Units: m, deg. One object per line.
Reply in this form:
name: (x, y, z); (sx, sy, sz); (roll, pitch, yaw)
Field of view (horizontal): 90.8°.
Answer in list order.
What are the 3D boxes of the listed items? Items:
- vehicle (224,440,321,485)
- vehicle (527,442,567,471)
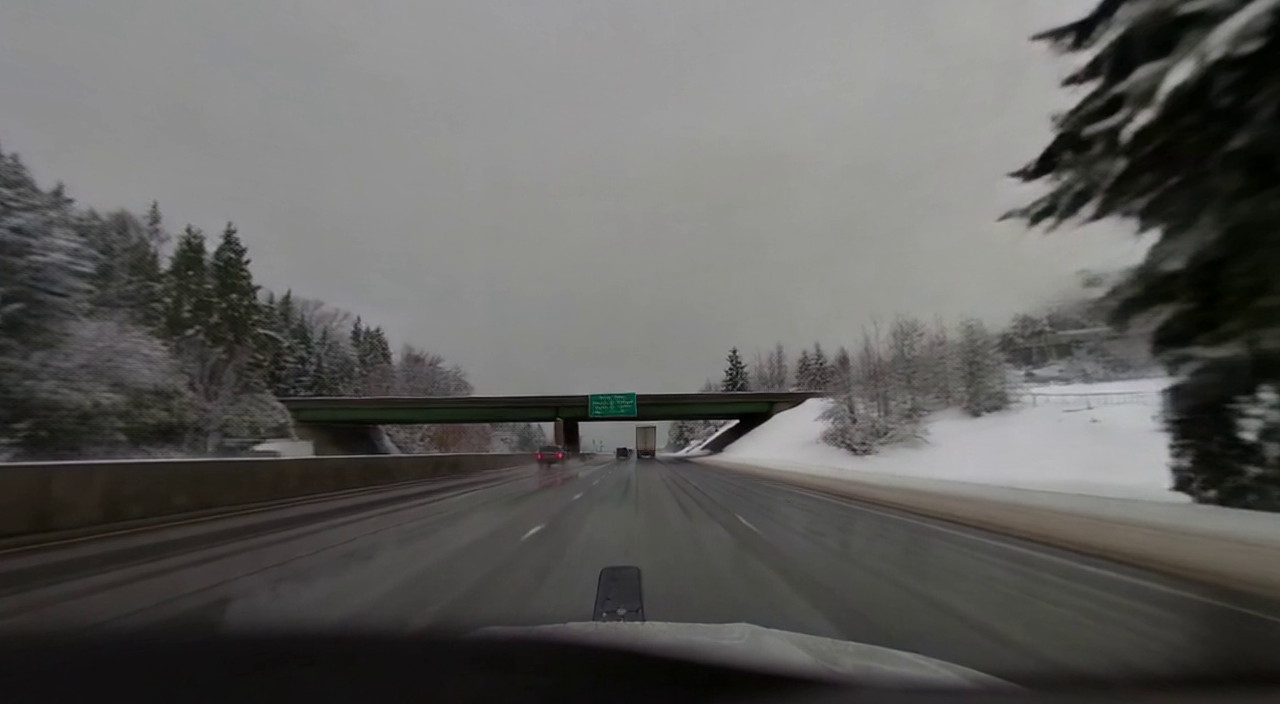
vehicle: (-22.566, 6.788, 39.113); (2.360, 2.500, 5.895); (0, -9, 0)
vehicle: (-6.756, 7.674, 46.438); (2.195, 1.940, 5.154); (0, -9, 0)
